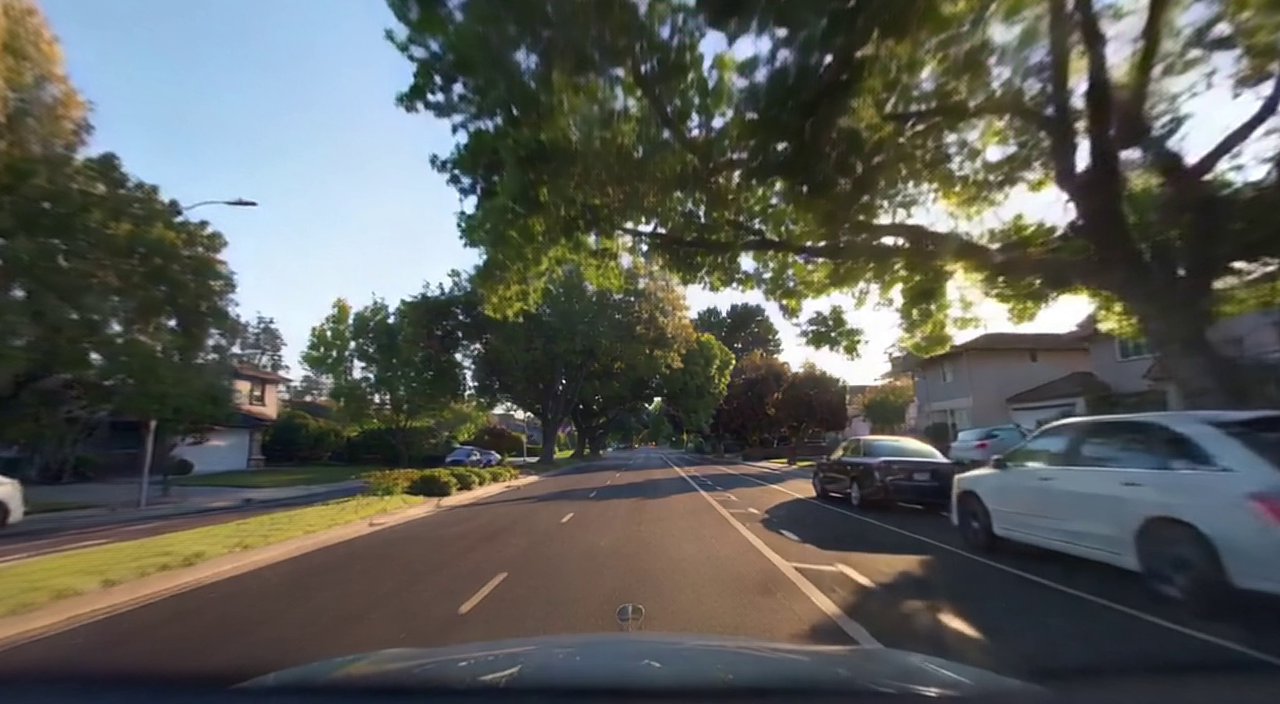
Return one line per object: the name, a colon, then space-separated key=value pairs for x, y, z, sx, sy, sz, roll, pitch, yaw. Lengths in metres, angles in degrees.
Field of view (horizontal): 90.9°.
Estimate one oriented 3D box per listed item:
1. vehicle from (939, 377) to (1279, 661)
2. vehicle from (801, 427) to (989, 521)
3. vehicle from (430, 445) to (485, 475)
vehicle: x=5.187 y=1.346 z=5.957 sx=2.112 sy=1.788 sz=5.605 roll=0 pitch=-8 yaw=2
vehicle: x=5.252 y=2.567 z=13.862 sx=2.104 sy=1.687 sz=4.636 roll=0 pitch=-8 yaw=-1
vehicle: x=-11.301 y=6.733 z=39.453 sx=2.023 sy=1.629 sz=4.822 roll=-2 pitch=-8 yaw=0
